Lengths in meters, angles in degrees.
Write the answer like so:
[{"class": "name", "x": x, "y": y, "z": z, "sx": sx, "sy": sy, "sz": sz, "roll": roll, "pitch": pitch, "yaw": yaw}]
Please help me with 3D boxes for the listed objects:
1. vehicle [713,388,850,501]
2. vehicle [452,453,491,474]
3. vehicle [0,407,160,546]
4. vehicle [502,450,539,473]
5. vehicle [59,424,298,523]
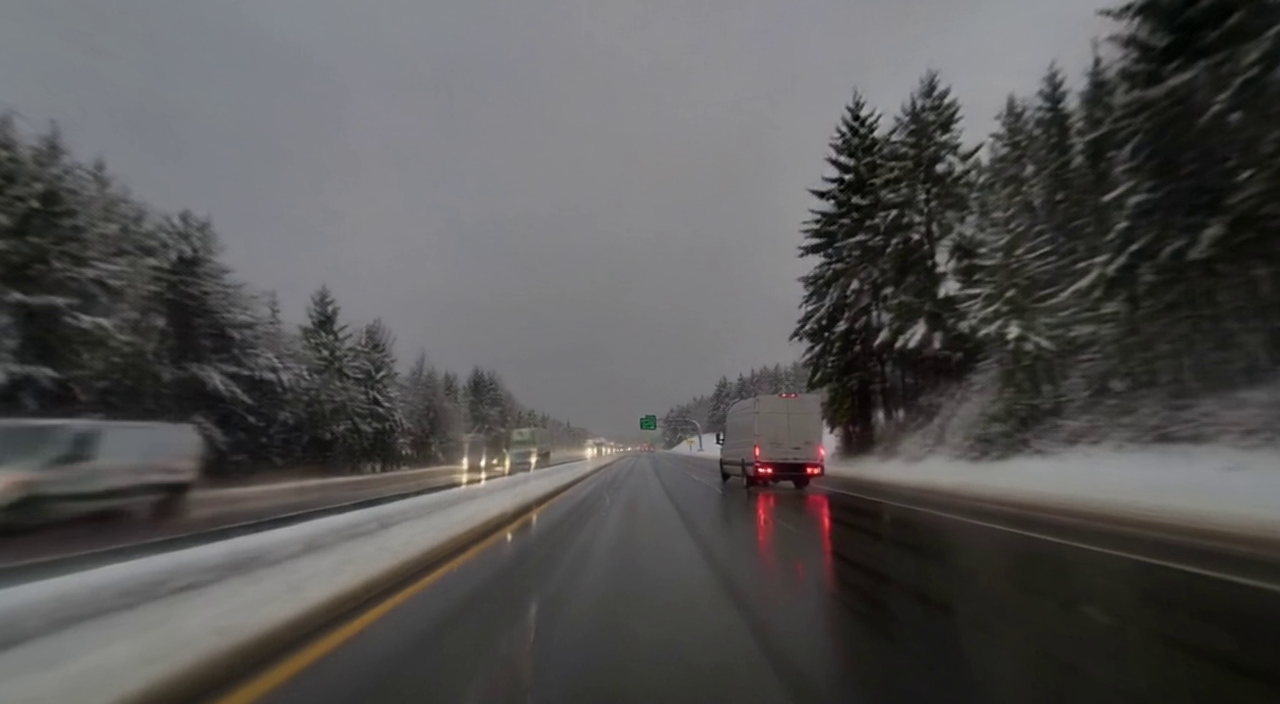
[{"class": "vehicle", "x": 3.942, "y": 2.825, "z": 19.207, "sx": 2.449, "sy": 2.805, "sz": 6.763, "roll": 0, "pitch": -9, "yaw": -1}, {"class": "vehicle", "x": -12.666, "y": 8.356, "z": 47.449, "sx": 1.802, "sy": 1.445, "sz": 4.047, "roll": 0, "pitch": -9, "yaw": -1}, {"class": "vehicle", "x": -12.796, "y": 2.318, "z": 11.764, "sx": 2.601, "sy": 2.464, "sz": 6.400, "roll": 0, "pitch": -9, "yaw": -1}, {"class": "vehicle", "x": -8.144, "y": 7.490, "z": 43.155, "sx": 1.800, "sy": 1.441, "sz": 3.633, "roll": -1, "pitch": -9, "yaw": 0}, {"class": "vehicle", "x": -12.819, "y": 3.393, "z": 18.235, "sx": 2.496, "sy": 2.353, "sz": 5.824, "roll": 0, "pitch": -9, "yaw": 0}]
